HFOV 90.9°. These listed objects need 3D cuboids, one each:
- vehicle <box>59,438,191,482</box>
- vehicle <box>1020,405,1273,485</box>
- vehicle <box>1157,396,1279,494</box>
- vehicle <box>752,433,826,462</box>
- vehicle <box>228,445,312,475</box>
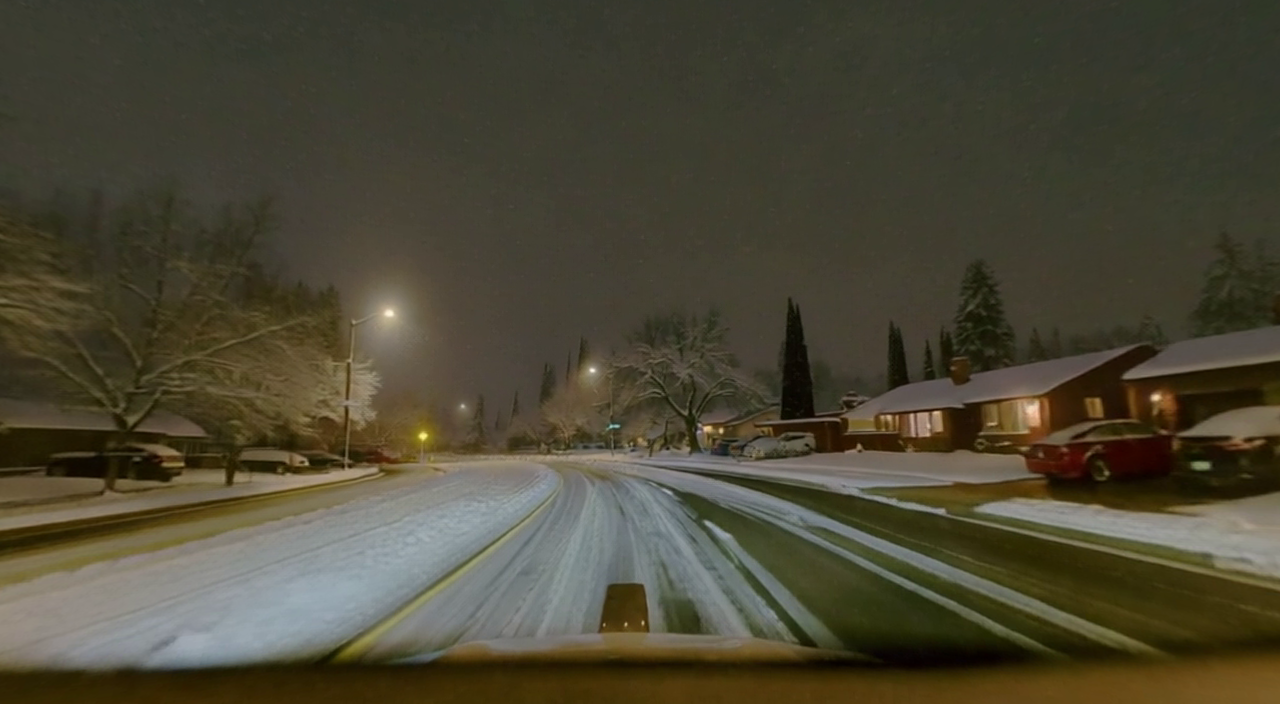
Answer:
[{"bbox_3d":[-23.488,4.923,28.928,4.128,1.861,1.959,2,-9,-12],"label":"vehicle"},{"bbox_3d":[14.600,2.715,18.493,5.283,1.863,2.150,-4,-8,3],"label":"vehicle"},{"bbox_3d":[14.755,2.077,14.198,4.350,2.047,1.841,-1,-8,4],"label":"vehicle"},{"bbox_3d":[10.573,6.796,44.994,4.693,1.764,2.265,-3,-8,4],"label":"vehicle"},{"bbox_3d":[-22.695,6.614,38.826,3.899,1.729,2.064,2,-9,-10],"label":"vehicle"}]
